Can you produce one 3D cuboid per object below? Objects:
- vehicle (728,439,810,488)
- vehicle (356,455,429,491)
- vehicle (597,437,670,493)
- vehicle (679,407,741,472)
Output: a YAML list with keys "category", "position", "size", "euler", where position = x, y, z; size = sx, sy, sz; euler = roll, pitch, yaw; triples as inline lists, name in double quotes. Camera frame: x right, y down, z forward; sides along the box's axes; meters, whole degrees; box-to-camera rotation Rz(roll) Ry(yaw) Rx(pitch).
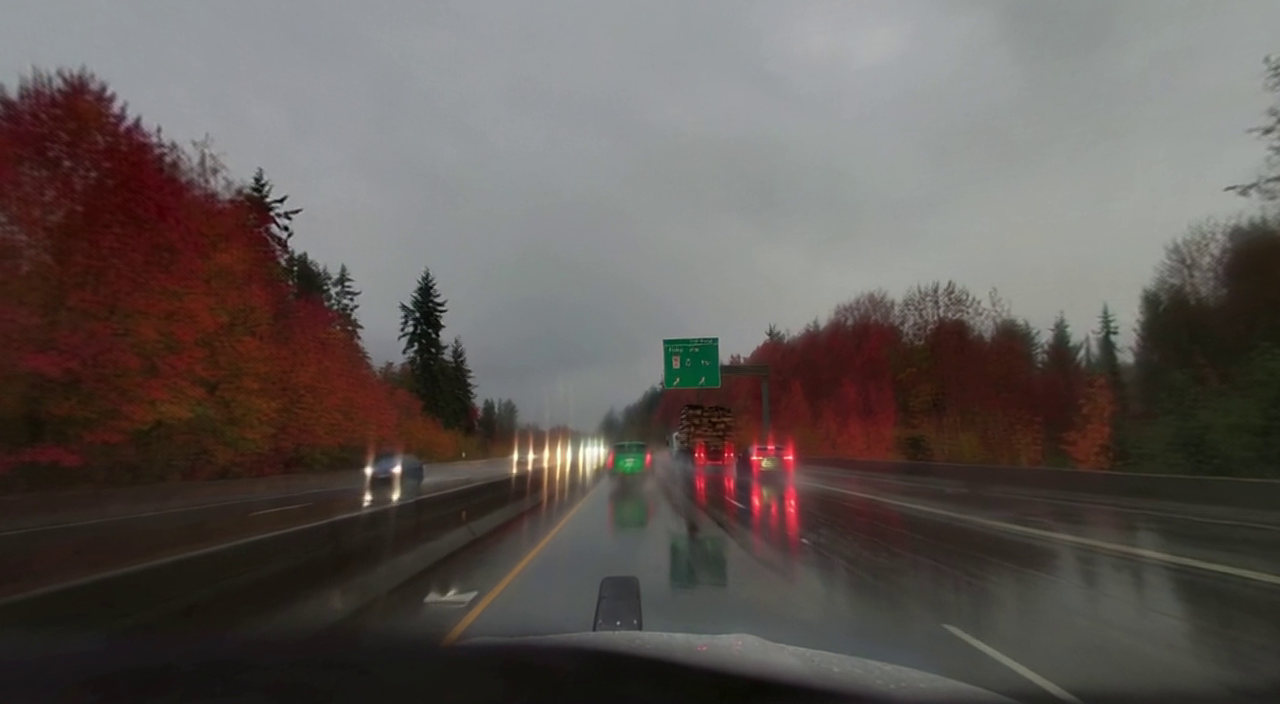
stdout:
- category: "vehicle"
  position: [4.802, 4.218, 24.062]
  size: [2.057, 1.660, 4.525]
  euler: [0, -9, -2]
- category: "vehicle"
  position: [-12.769, 6.245, 32.691]
  size: [1.987, 1.612, 4.522]
  euler: [0, -9, 0]
- category: "vehicle"
  position: [-0.232, 3.835, 21.533]
  size: [2.263, 1.699, 3.936]
  euler: [0, -9, -1]
- category: "vehicle"
  position: [4.569, 6.017, 42.800]
  size: [3.125, 3.895, 8.461]
  euler: [0, -9, -1]
